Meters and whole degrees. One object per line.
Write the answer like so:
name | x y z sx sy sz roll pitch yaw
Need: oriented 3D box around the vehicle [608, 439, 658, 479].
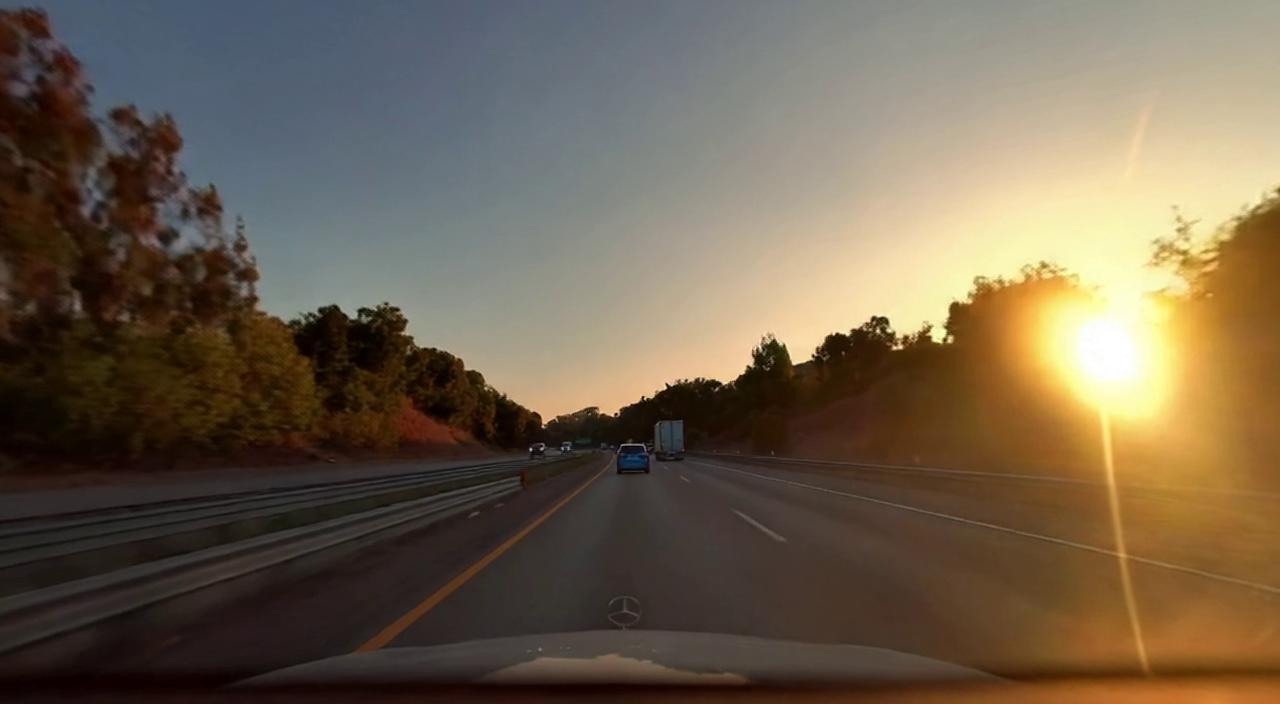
vehicle | -0.337 5.003 29.663 2.190 1.706 4.062 0 -9 0
